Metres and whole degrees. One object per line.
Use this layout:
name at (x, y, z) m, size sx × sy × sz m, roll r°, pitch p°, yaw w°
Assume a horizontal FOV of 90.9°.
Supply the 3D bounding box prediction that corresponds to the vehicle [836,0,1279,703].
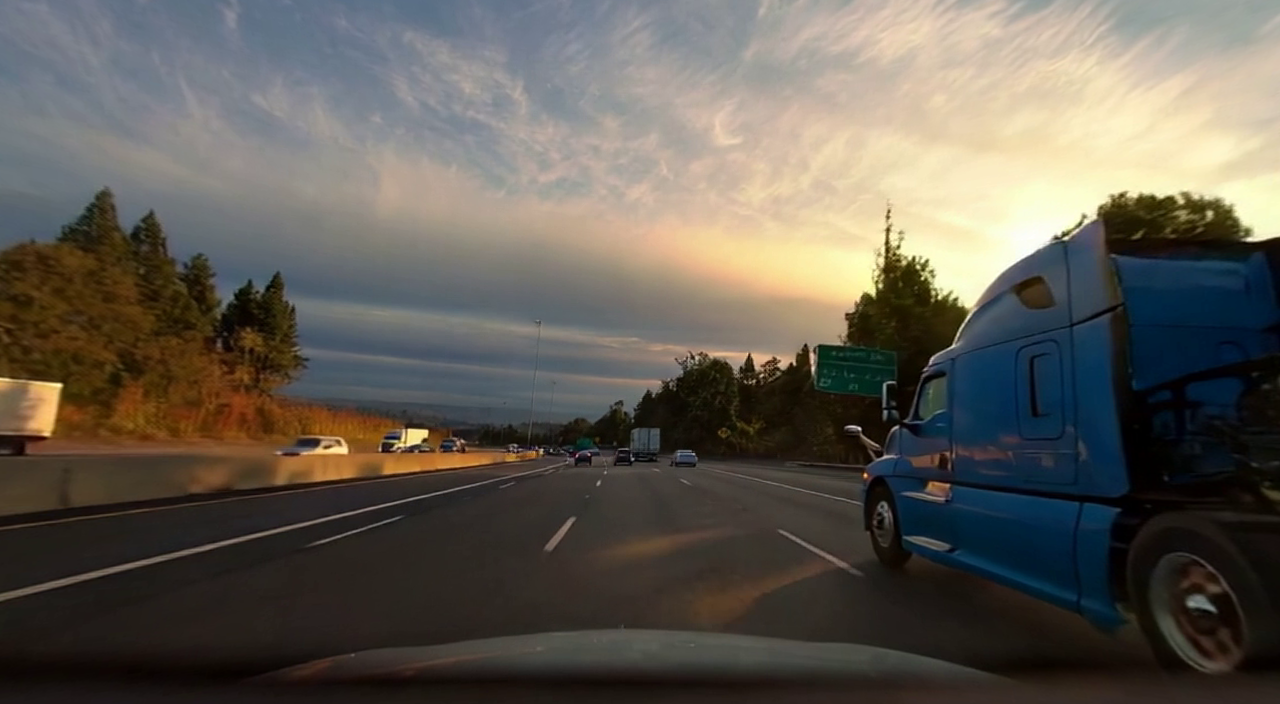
vehicle at (4.069, 0.165, 4.995) m, size 2.981 × 3.964 × 6.019 m, roll 0°, pitch -9°, yaw 0°

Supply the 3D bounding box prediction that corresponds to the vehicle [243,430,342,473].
vehicle at (-15.929, 4.604, 29.228) m, size 1.936 × 1.788 × 4.763 m, roll 0°, pitch -9°, yaw -2°

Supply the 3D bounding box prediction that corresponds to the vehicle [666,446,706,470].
vehicle at (3.275, 7.684, 45.843) m, size 2.246 × 1.583 × 4.813 m, roll 0°, pitch -9°, yaw -3°
